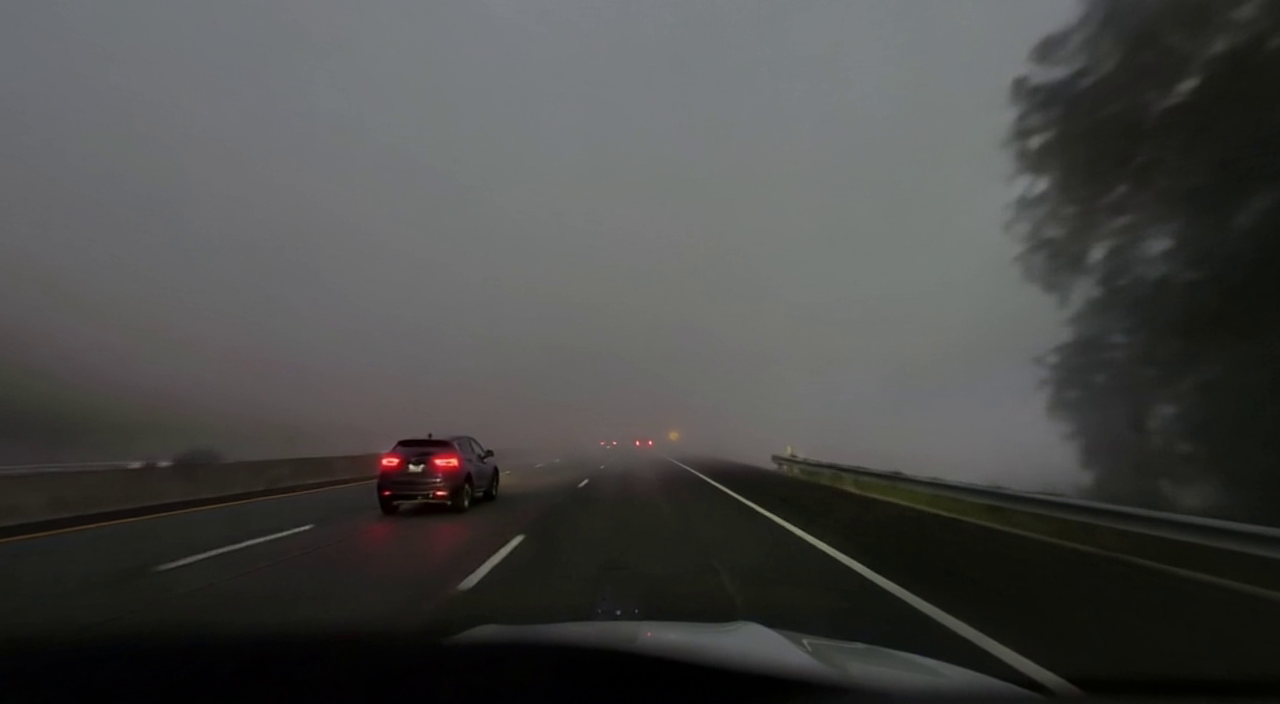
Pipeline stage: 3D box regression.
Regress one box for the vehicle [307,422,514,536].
[{"bbox_3d":[-3.705,2.100,11.147,2.039,1.589,4.324,0,-8,0],"label":"vehicle"}]
